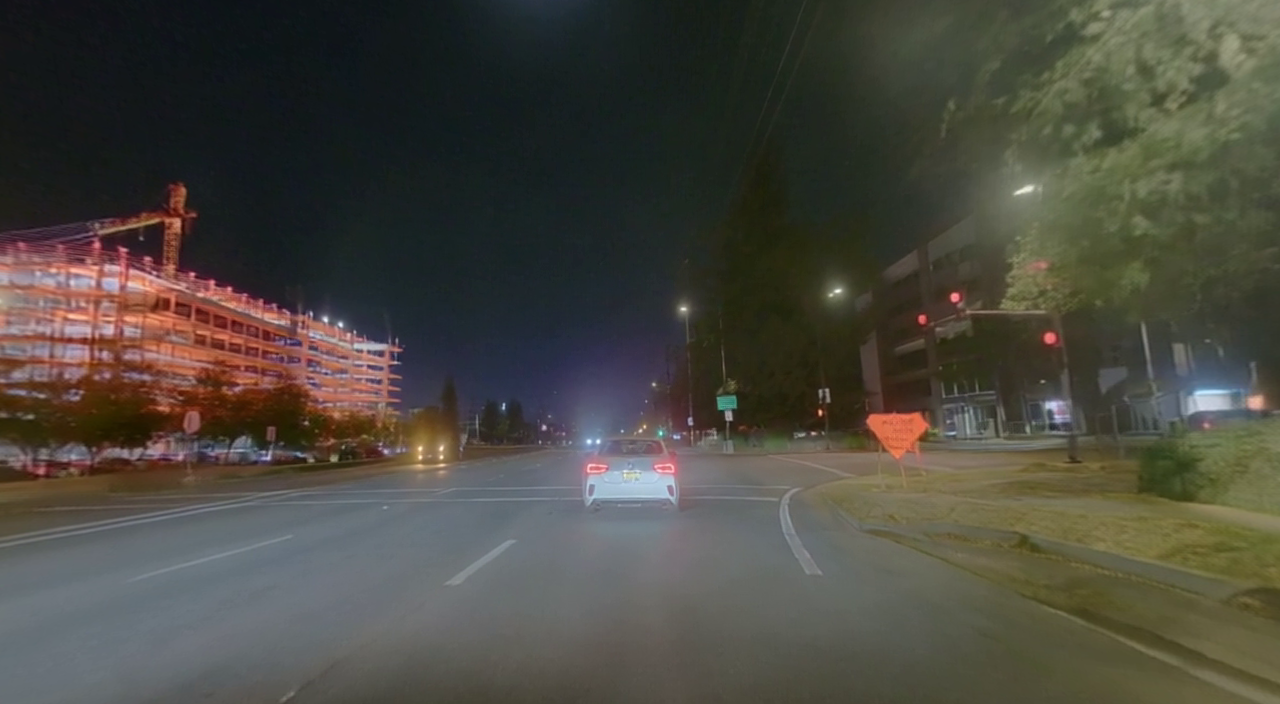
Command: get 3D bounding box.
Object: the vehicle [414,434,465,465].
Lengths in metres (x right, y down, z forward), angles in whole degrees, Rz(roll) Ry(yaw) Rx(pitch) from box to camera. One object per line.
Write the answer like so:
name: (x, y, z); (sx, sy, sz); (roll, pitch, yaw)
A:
vehicle: (-10.436, 5.044, 32.629); (2.072, 1.465, 4.394); (3, -9, -22)

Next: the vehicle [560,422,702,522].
vehicle: (-0.123, 2.095, 11.488); (2.112, 1.482, 4.076); (0, -8, 0)

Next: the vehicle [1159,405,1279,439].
vehicle: (27.739, 3.347, 29.883); (4.455, 1.494, 1.926); (0, -9, 0)
